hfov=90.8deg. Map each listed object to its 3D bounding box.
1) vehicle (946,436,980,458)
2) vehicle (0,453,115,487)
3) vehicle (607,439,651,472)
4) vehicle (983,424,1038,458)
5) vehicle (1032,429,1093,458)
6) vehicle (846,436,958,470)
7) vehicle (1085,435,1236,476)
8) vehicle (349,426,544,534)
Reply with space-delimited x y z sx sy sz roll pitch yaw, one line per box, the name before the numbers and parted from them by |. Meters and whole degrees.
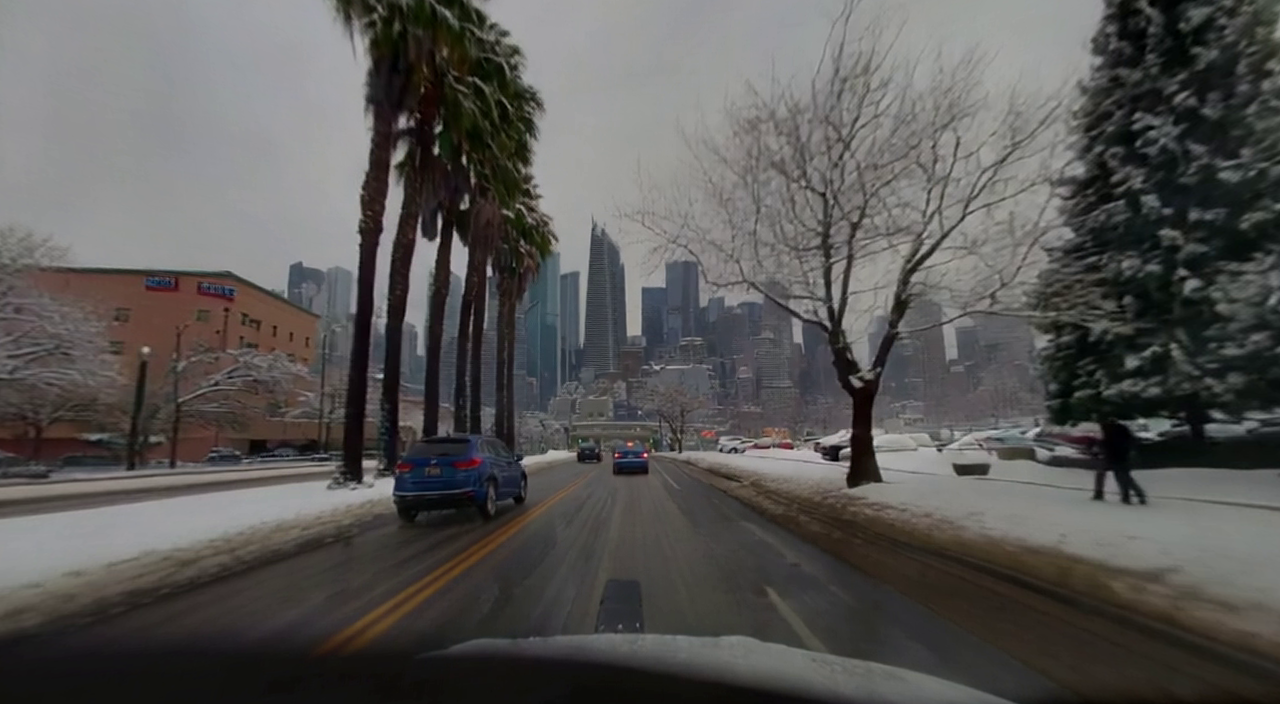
vehicle | 23.808 6.997 46.647 1.842 1.501 3.588 -4 -9 23
vehicle | -30.770 6.188 33.437 1.888 1.625 4.699 0 -8 1
vehicle | -0.523 5.021 30.817 2.004 1.465 3.713 0 -8 0
vehicle | 23.617 5.712 40.469 2.288 1.984 5.526 -4 -9 23
vehicle | 26.451 5.773 39.730 1.982 1.694 4.676 -3 -9 19
vehicle | 13.159 5.087 31.865 4.749 1.522 1.905 -1 -9 -3
vehicle | 20.546 4.080 25.291 1.976 1.431 4.774 0 -8 0
vehicle | -3.150 2.183 11.413 2.071 1.544 4.383 0 -8 1
